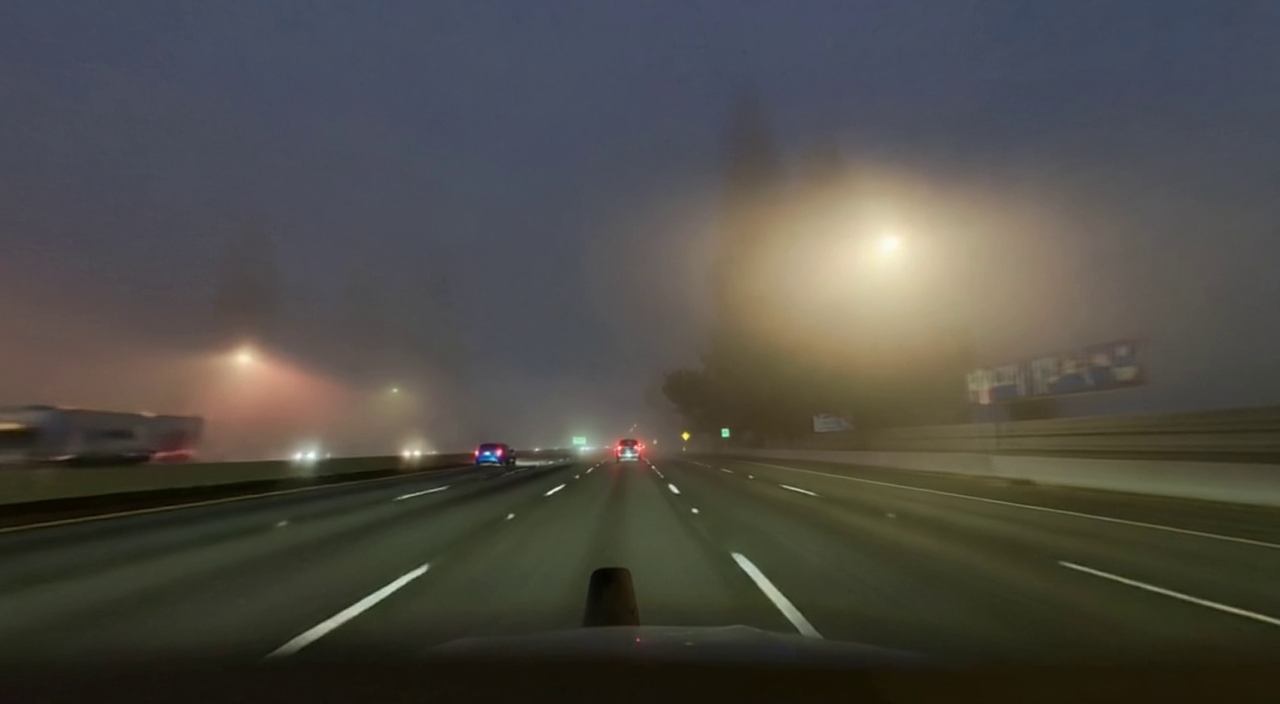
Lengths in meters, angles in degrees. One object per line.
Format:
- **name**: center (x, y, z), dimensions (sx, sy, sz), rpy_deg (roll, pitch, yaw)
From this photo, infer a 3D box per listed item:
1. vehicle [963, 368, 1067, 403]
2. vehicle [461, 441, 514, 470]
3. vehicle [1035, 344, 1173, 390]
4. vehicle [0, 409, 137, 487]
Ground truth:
- **vehicle**: center (16.788, 1.518, 28.408), dimensions (3.548, 1.362, 1.745), rpy_deg (-1, -9, 1)
- **vehicle**: center (-8.668, 5.921, 36.304), dimensions (1.971, 1.552, 4.465), rpy_deg (0, -9, -1)
- **vehicle**: center (17.040, 0.589, 23.343), dimensions (3.587, 1.458, 1.870), rpy_deg (0, -8, 1)
- **vehicle**: center (-25.923, 4.147, 27.446), dimensions (2.722, 2.976, 6.441), rpy_deg (0, -9, -1)
